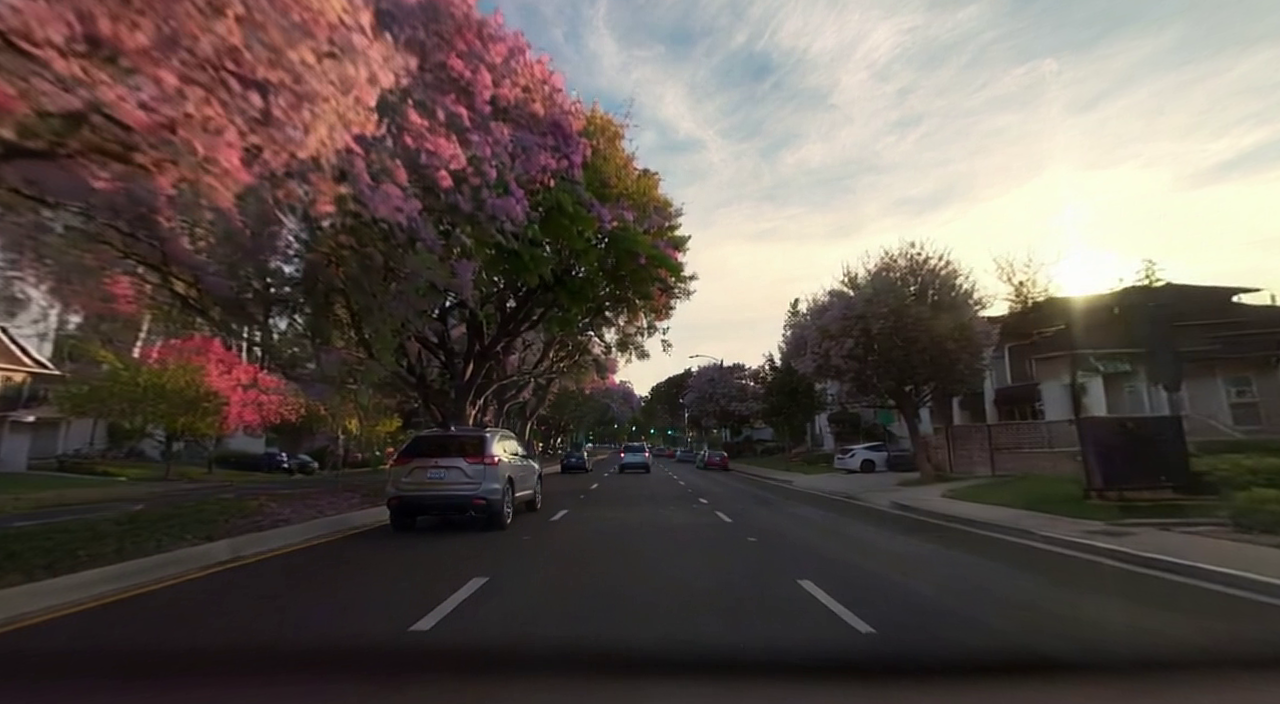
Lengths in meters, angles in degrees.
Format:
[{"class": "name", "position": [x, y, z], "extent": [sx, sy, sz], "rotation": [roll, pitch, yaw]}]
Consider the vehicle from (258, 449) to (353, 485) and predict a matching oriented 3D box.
[{"class": "vehicle", "position": [-15.589, 5.363, 29.753], "extent": [1.866, 1.501, 4.689], "rotation": [0, -8, 1]}]

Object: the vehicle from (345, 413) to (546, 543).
[{"class": "vehicle", "position": [-3.266, 2.235, 11.916], "extent": [2.161, 1.919, 4.798], "rotation": [0, -8, 1]}]

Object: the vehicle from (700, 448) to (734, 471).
[{"class": "vehicle", "position": [5.757, 8.040, 47.545], "extent": [1.987, 1.613, 3.894], "rotation": [0, -8, -1]}]

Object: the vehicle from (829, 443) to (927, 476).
[{"class": "vehicle", "position": [12.589, 5.731, 33.695], "extent": [4.482, 1.678, 1.890], "rotation": [-1, -8, 7]}]

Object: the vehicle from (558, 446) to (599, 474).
[{"class": "vehicle", "position": [-3.620, 6.382, 37.661], "extent": [2.066, 1.565, 3.905], "rotation": [0, -8, 0]}]

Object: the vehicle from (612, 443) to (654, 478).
[{"class": "vehicle", "position": [-0.362, 5.521, 32.388], "extent": [1.997, 1.636, 3.760], "rotation": [0, -8, -1]}]
